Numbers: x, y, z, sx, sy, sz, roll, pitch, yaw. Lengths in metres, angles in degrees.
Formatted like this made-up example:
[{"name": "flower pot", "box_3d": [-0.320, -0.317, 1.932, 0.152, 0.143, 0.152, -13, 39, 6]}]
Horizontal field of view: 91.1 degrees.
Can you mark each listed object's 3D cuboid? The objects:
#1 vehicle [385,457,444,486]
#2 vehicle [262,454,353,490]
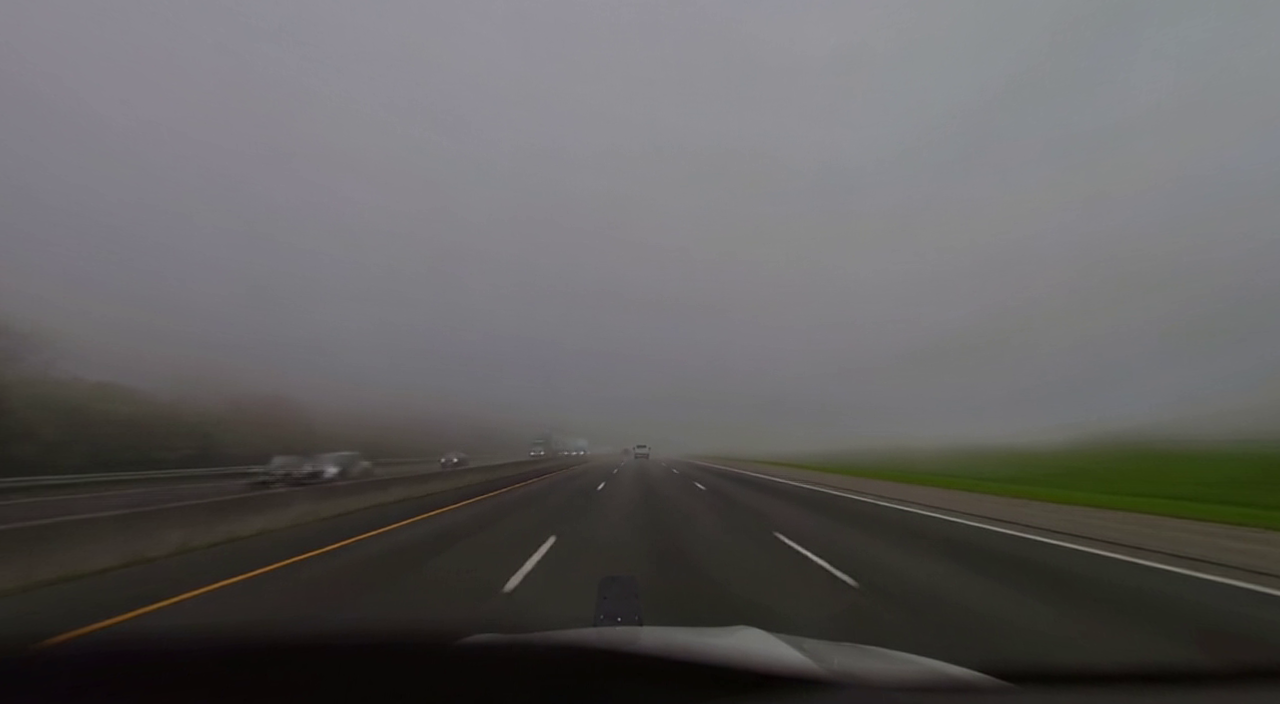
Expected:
[{"name": "vehicle", "box_3d": [-11.710, 6.186, 32.881, 1.714, 1.369, 3.700, 0, -9, 0]}, {"name": "vehicle", "box_3d": [-15.666, 5.647, 29.910, 1.837, 1.501, 4.587, 0, -9, 0]}]
